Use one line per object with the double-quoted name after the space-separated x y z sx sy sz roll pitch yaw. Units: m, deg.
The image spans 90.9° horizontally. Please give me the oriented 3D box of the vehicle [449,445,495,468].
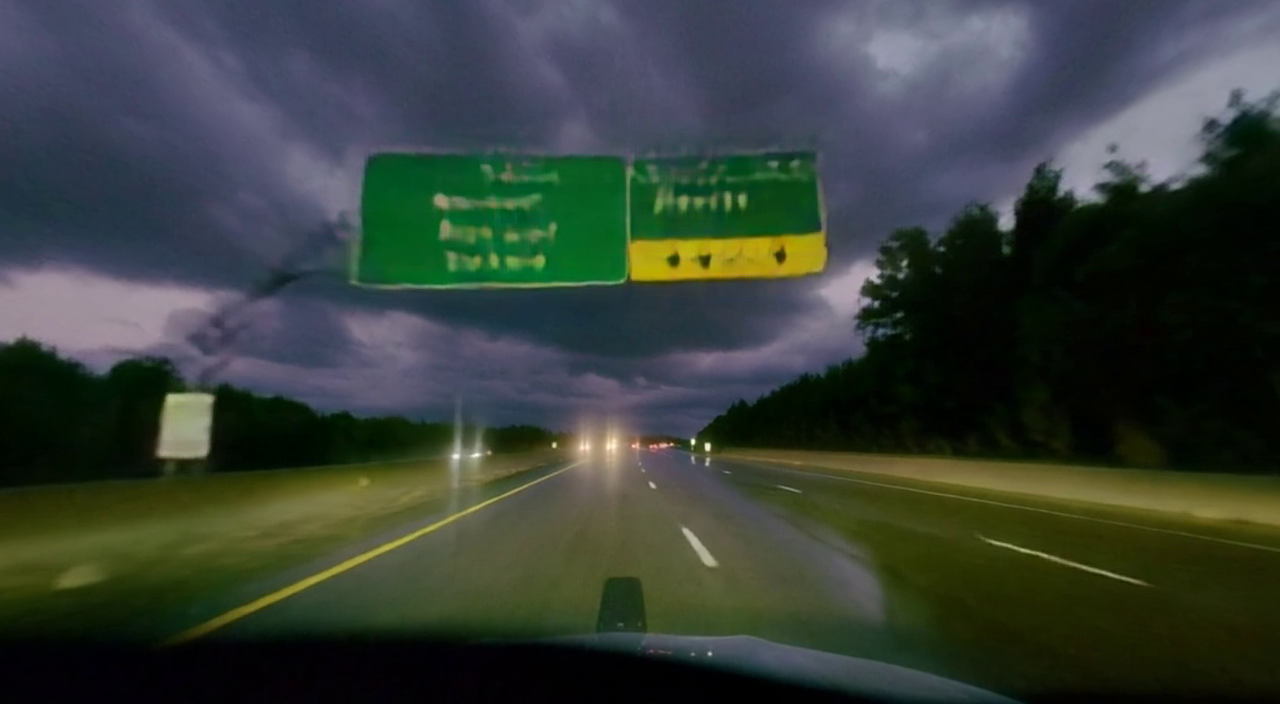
-11.437 7.137 43.124 1.918 1.480 4.343 0 -9 0 "vehicle"
